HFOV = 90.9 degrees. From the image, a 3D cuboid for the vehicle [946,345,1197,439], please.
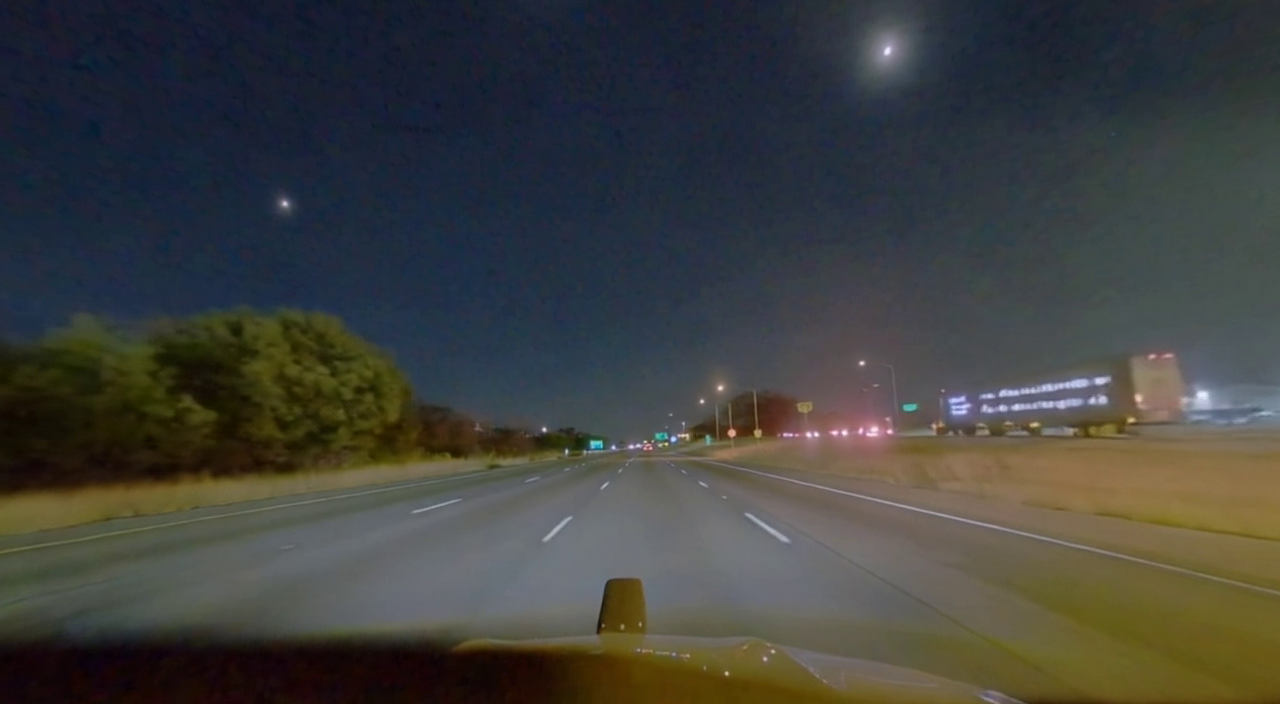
[{"bbox_3d":[23.579,2.962,37.006,2.978,4.245,16.936,0,-8,0],"label":"vehicle"}]
